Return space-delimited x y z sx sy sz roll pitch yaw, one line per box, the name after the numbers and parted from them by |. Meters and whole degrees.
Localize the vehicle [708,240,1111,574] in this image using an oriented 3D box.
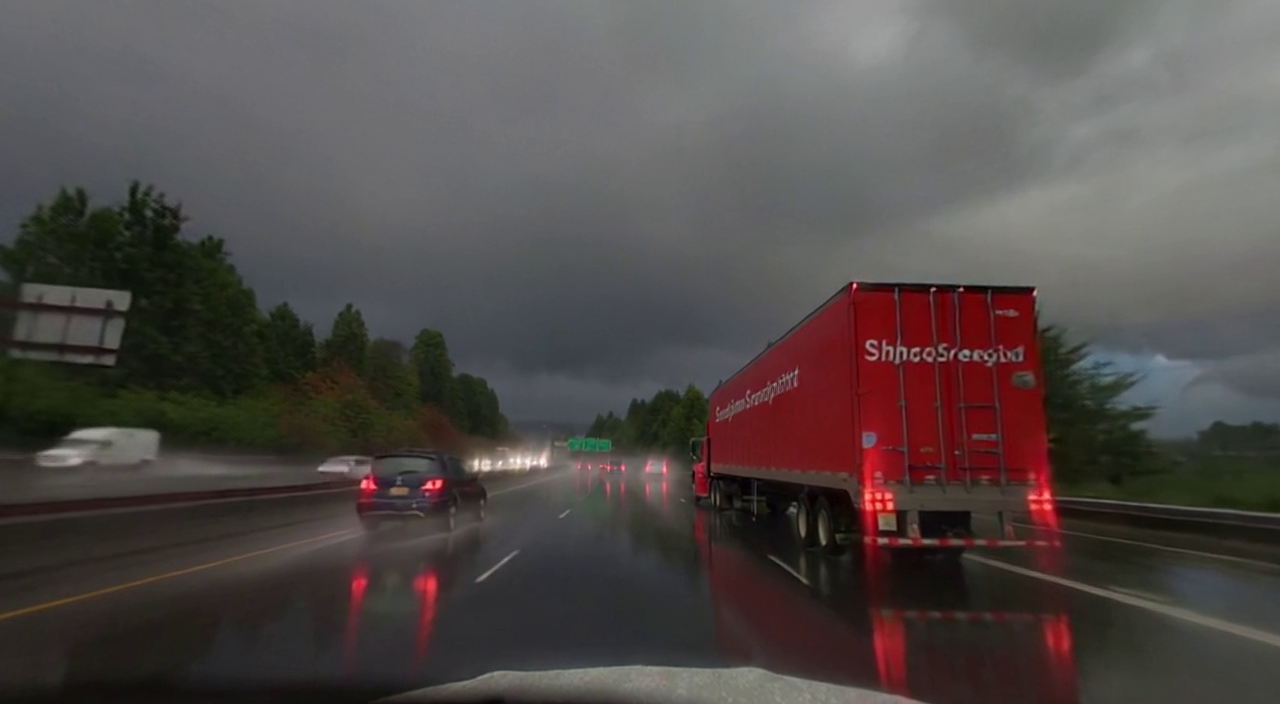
4.149 1.876 15.070 2.992 4.300 13.967 1 -10 -2 | vehicle

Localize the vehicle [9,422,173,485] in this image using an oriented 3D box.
-23.898 4.538 27.823 2.254 2.445 5.374 1 -10 0 | vehicle

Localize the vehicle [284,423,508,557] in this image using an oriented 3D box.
-3.811 2.307 10.969 2.070 1.775 4.646 1 -10 -1 | vehicle
